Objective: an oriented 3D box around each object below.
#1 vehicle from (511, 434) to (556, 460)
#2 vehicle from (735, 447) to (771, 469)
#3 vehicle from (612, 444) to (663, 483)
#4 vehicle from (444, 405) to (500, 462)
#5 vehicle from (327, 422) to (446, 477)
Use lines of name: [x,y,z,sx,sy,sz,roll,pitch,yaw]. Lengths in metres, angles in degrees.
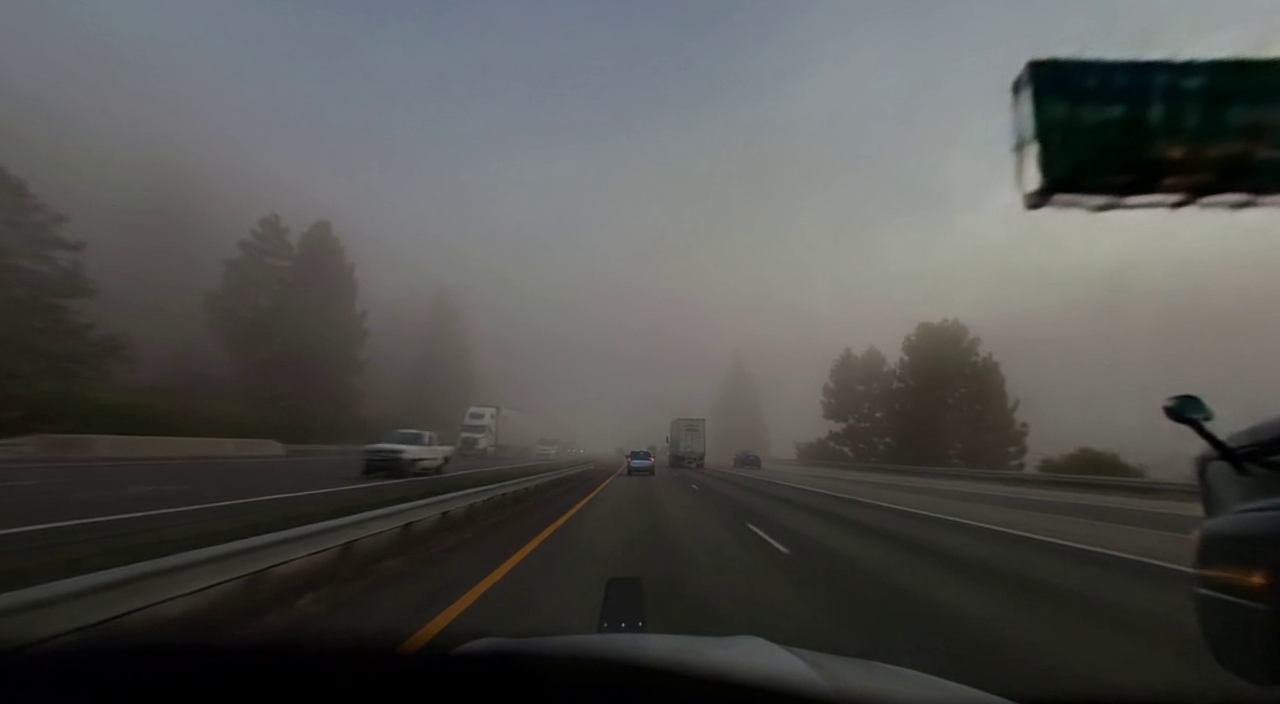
vehicle: [-8.051,7.289,48.213,2.382,1.802,5.288,0,-9,1]
vehicle: [8.820,8.301,49.520,1.902,1.652,3.995,0,-9,-3]
vehicle: [-0.113,4.944,28.224,2.111,1.599,3.859,0,-9,-1]
vehicle: [-12.058,5.958,45.609,3.011,3.951,3.378,0,-9,0]
vehicle: [-8.021,3.166,20.463,1.948,1.580,4.373,0,-9,1]
